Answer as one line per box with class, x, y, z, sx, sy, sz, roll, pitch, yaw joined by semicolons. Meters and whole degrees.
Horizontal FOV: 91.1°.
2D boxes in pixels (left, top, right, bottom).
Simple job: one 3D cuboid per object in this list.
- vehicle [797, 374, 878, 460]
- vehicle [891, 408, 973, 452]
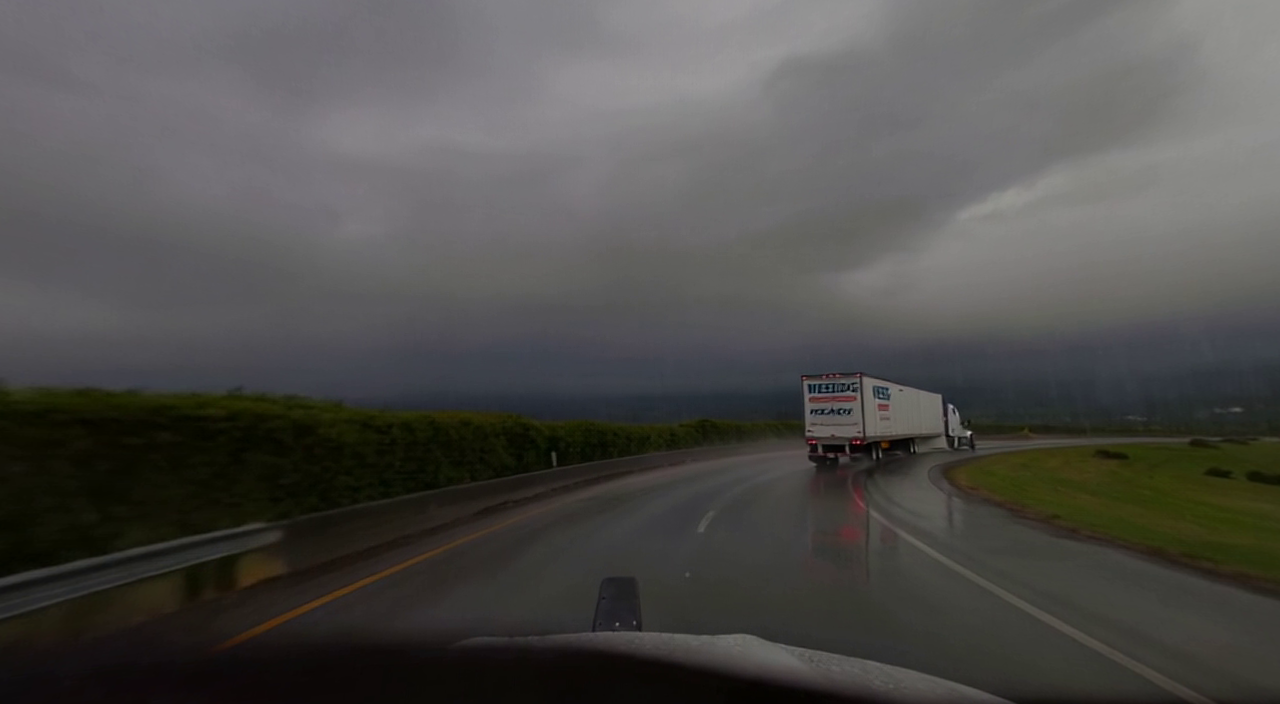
vehicle;9.363;3.121;29.714;2.963;3.771;3.137;-4;-9;28
vehicle;18.154;4.841;38.848;6.650;2.524;2.120;7;-10;-43
